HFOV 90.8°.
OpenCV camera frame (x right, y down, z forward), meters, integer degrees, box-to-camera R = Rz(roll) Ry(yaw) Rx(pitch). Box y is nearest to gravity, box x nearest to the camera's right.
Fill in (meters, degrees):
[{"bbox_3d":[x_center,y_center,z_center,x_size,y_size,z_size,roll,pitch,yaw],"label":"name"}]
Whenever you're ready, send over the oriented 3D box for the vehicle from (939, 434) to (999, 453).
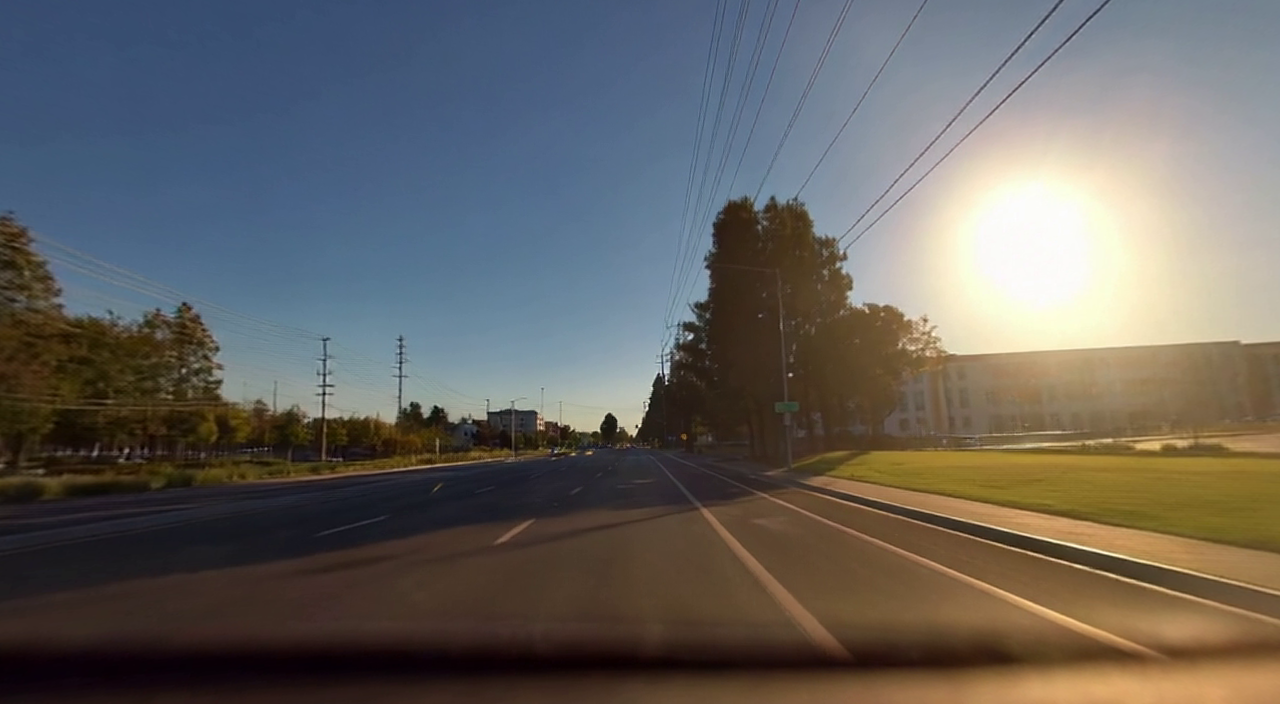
[{"bbox_3d":[25.472,7.115,49.124,1.996,1.442,4.785,0,-8,-1],"label":"vehicle"}]
